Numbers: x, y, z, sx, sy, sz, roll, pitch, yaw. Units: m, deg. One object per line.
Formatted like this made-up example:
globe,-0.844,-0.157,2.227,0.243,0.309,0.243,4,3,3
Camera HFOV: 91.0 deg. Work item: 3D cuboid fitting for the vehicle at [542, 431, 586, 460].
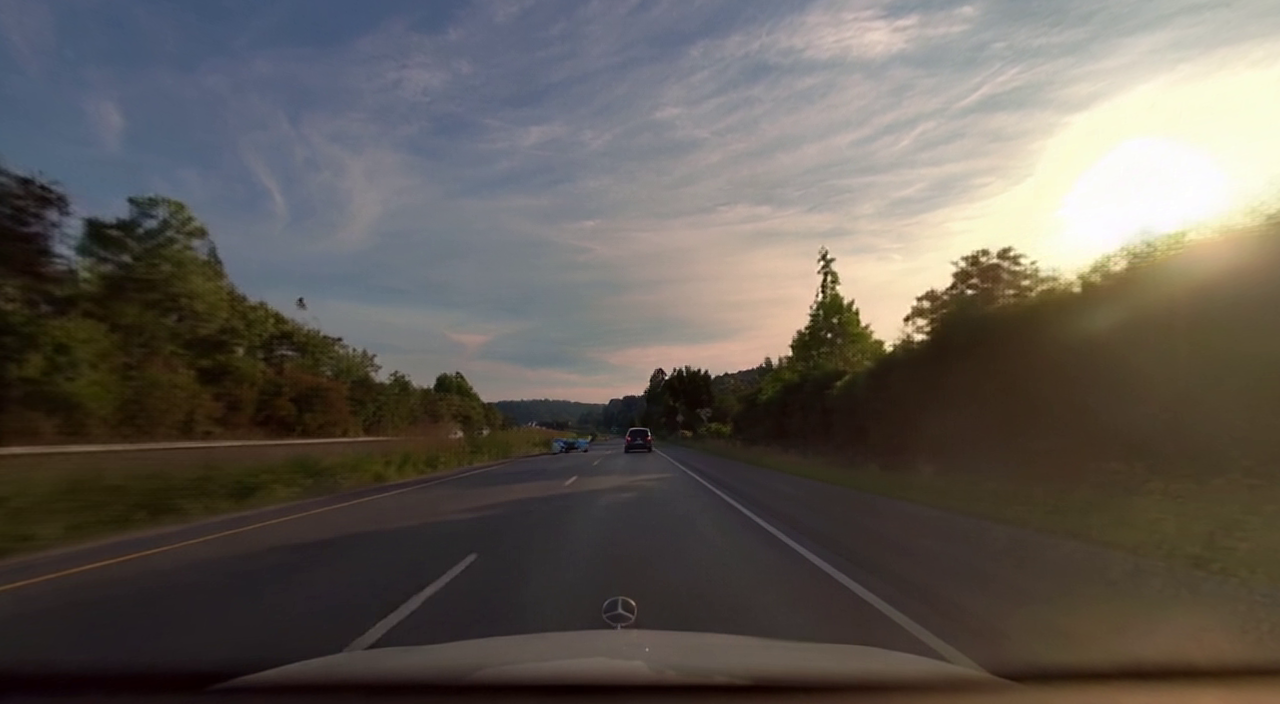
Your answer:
vehicle,-4.302,5.338,36.095,2.062,1.567,4.117,0,-8,-1

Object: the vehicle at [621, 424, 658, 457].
vehicle,-0.113,5.659,40.445,2.223,1.957,4.416,0,-8,-2
